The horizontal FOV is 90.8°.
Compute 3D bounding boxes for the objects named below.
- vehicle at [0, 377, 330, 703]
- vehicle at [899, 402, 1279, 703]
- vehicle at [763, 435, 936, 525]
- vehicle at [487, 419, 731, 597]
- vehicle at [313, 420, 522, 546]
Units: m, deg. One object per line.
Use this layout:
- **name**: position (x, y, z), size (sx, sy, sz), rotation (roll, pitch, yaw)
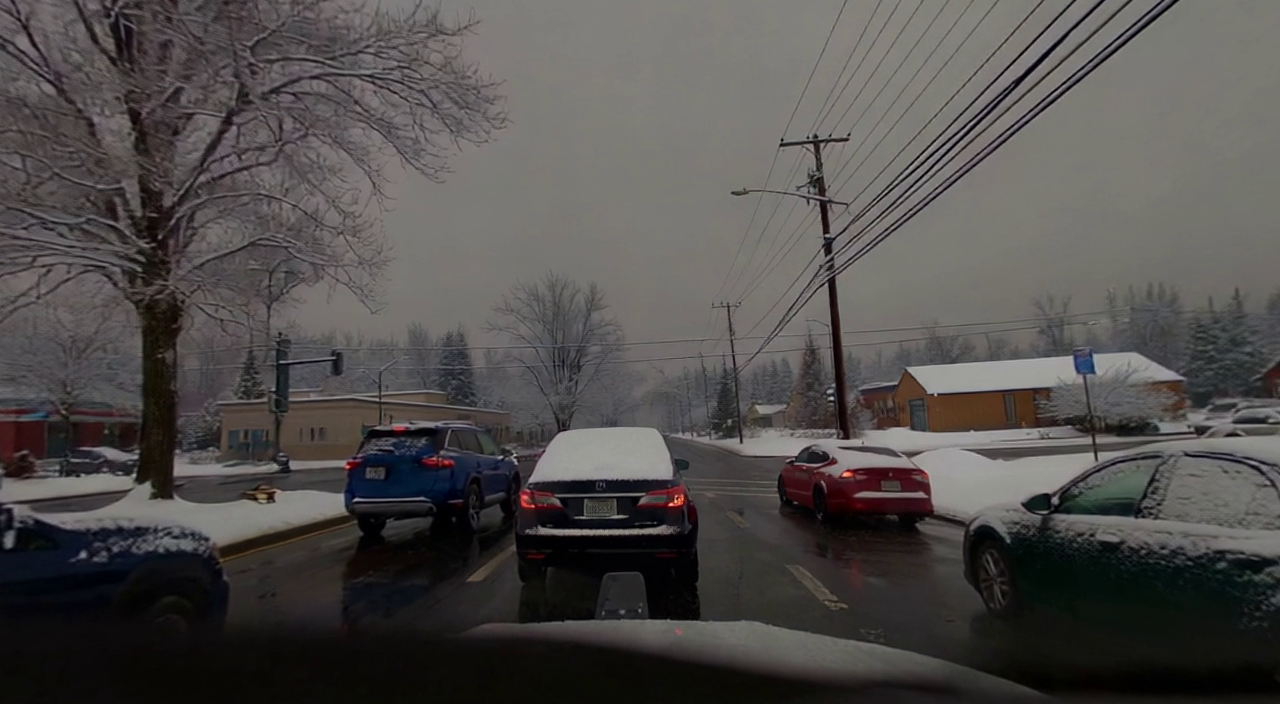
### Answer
- **vehicle**: position (-2.874, 0.776, 1.501), size (1.984, 1.496, 4.530), rotation (0, -9, 0)
- **vehicle**: position (3.668, 1.193, 4.200), size (1.929, 1.479, 4.723), rotation (0, -9, 1)
- **vehicle**: position (3.926, 2.467, 12.766), size (1.909, 1.473, 4.361), rotation (0, -9, -1)
- **vehicle**: position (-0.317, 1.635, 7.425), size (2.097, 1.511, 3.809), rotation (0, -9, -2)
- **vehicle**: position (-3.414, 2.096, 10.749), size (1.979, 1.697, 4.254), rotation (0, -9, 0)
